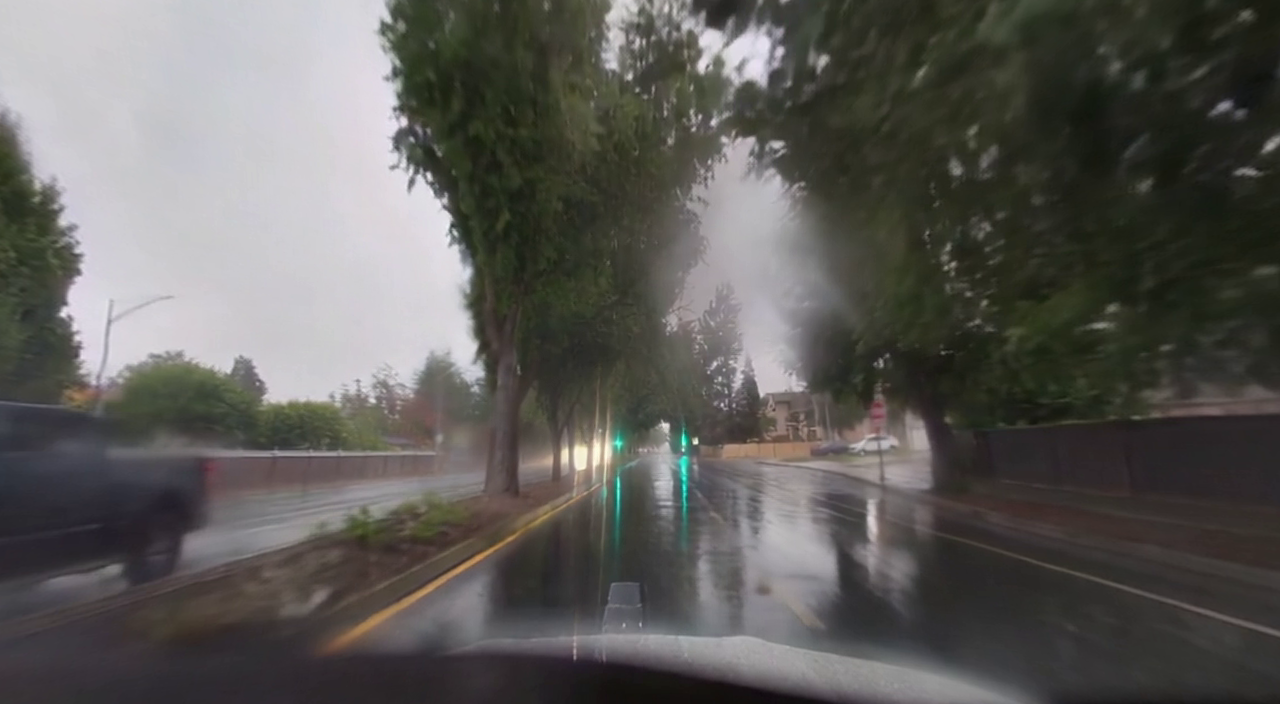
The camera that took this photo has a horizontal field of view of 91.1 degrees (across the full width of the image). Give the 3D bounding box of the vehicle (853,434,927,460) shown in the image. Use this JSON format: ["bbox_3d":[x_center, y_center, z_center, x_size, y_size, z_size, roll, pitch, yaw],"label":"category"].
[{"bbox_3d":[18.599,7.082,46.862,4.611,1.920,2.043,0,-8,-2],"label":"vehicle"}]

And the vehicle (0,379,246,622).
[{"bbox_3d":[-5.924,1.178,5.125,2.196,1.809,4.857,0,-8,1],"label":"vehicle"}]
